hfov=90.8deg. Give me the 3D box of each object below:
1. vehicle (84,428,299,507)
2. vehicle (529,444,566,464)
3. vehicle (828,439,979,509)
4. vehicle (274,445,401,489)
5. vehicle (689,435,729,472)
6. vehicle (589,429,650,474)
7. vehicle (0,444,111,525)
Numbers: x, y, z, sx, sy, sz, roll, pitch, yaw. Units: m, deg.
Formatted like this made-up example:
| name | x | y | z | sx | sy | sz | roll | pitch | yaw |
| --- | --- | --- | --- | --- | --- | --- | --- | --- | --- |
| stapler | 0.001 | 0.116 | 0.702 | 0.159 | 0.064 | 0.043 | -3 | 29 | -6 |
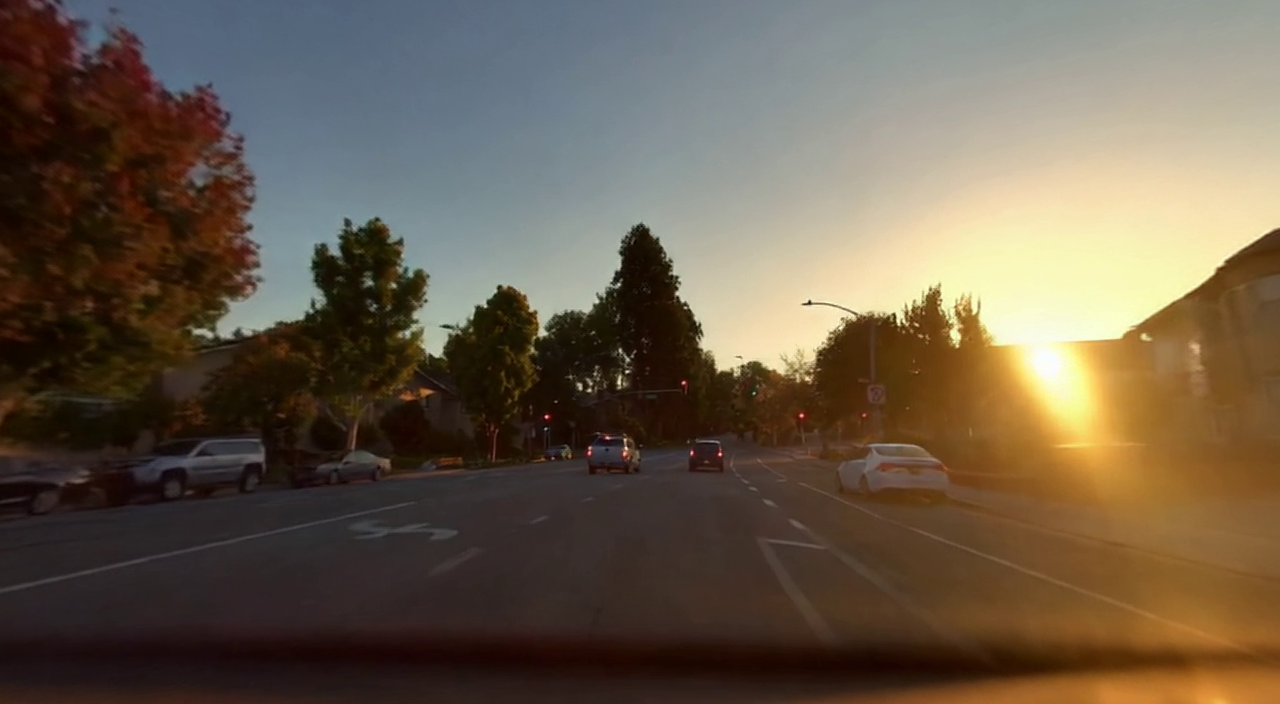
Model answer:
| name | x | y | z | sx | sy | sz | roll | pitch | yaw |
| --- | --- | --- | --- | --- | --- | --- | --- | --- | --- |
| vehicle | -12.020 | 3.114 | 17.500 | 2.115 | 1.853 | 4.745 | -1 | -8 | 6 |
| vehicle | -7.060 | 7.856 | 48.649 | 1.876 | 1.492 | 3.790 | -2 | -9 | 8 |
| vehicle | 6.454 | 3.000 | 16.215 | 2.104 | 1.489 | 4.962 | -1 | -8 | 5 |
| vehicle | -11.040 | 4.194 | 23.522 | 1.782 | 1.472 | 4.744 | -1 | -8 | 9 |
| vehicle | 3.515 | 5.060 | 31.637 | 1.852 | 1.680 | 4.488 | -1 | -8 | 8 |
| vehicle | -0.807 | 4.392 | 28.012 | 1.877 | 1.827 | 4.298 | -1 | -8 | 9 |
| vehicle | -12.734 | 2.446 | 11.648 | 1.809 | 1.469 | 4.485 | -1 | -8 | 5 |
